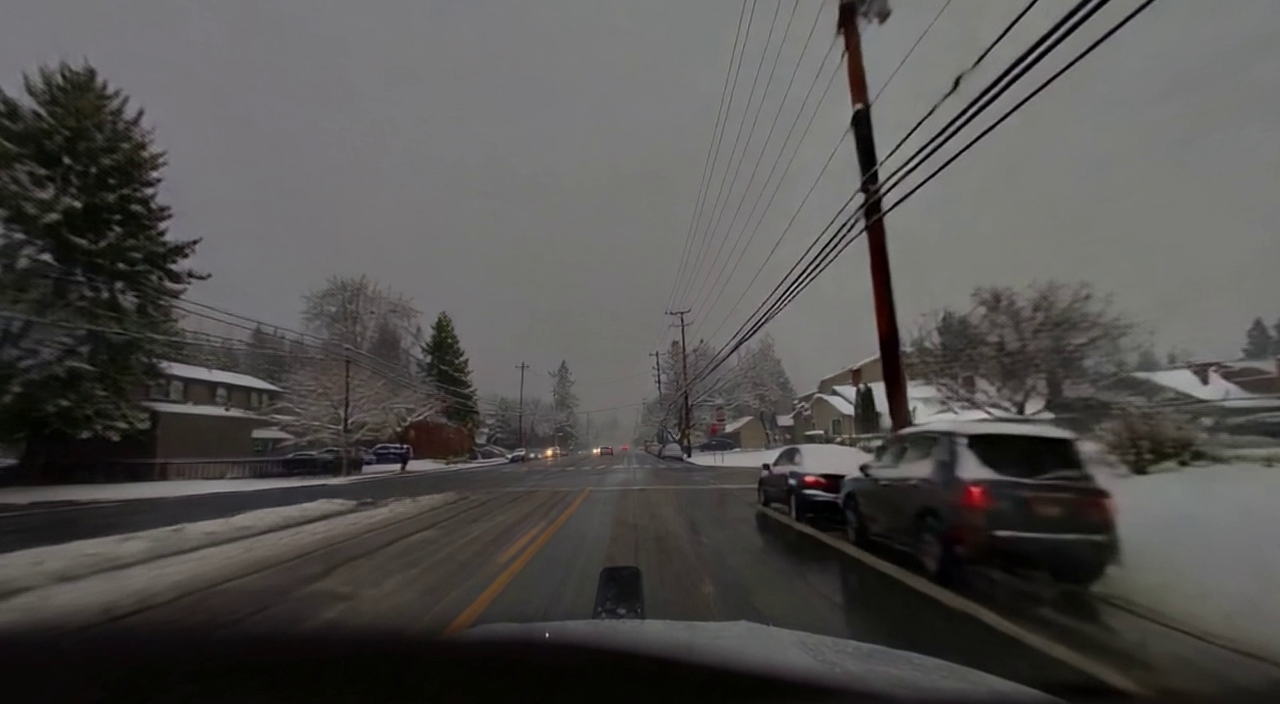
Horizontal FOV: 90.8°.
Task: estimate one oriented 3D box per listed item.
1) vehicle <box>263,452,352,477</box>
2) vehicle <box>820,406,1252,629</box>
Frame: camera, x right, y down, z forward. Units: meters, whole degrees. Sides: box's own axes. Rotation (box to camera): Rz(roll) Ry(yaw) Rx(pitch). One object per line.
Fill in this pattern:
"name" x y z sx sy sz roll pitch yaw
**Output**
"vehicle" -21.882 7.413 41.680 4.728 1.536 2.006 0 -9 0
"vehicle" 3.721 1.623 7.205 1.948 1.713 4.479 0 -9 -1
